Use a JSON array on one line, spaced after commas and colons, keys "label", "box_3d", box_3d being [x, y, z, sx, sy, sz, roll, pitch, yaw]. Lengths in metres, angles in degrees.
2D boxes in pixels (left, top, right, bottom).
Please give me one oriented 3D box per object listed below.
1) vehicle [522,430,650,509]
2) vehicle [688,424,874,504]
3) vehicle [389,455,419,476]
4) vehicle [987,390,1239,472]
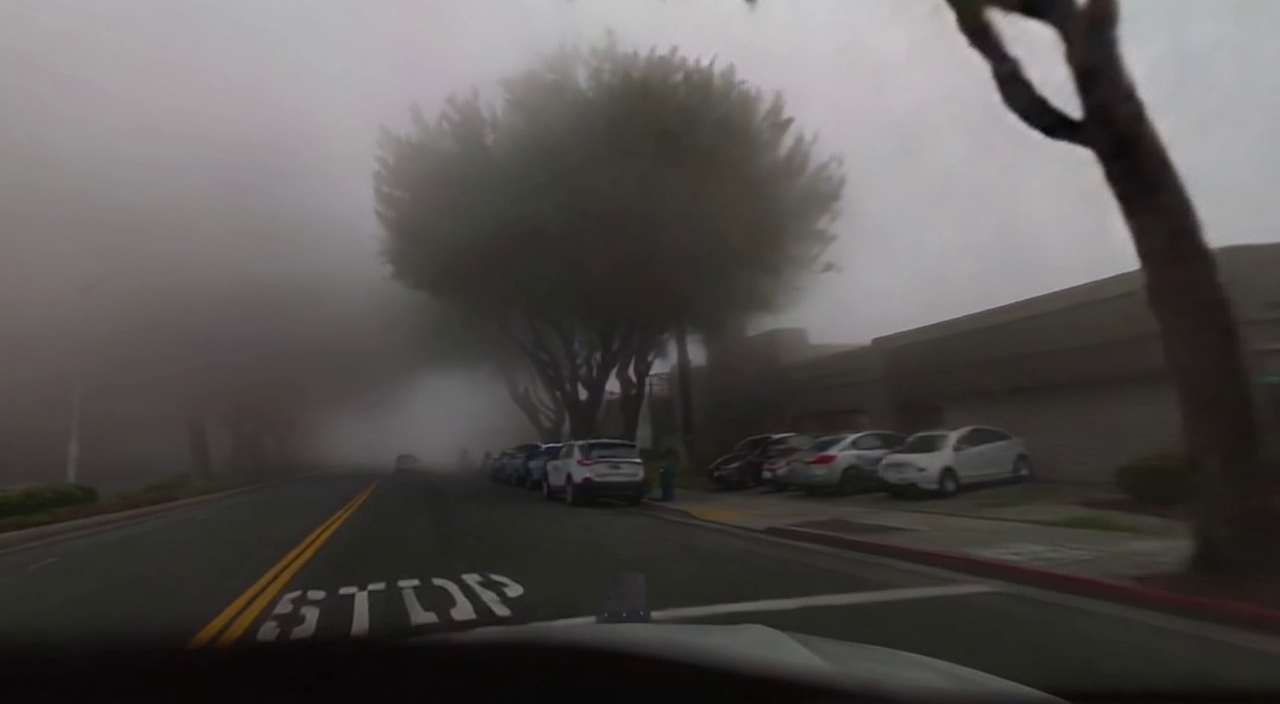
[{"label": "vehicle", "box_3d": [-1.871, 3.424, 19.048, 2.292, 1.974, 5.853, 3, -9, -21]}, {"label": "vehicle", "box_3d": [3.854, 3.153, 18.720, 2.282, 1.893, 6.027, 1, -7, -23]}, {"label": "vehicle", "box_3d": [-18.741, 8.930, 49.731, 2.010, 1.499, 4.107, 3, -9, -23]}, {"label": "vehicle", "box_3d": [21.683, 3.845, 29.893, 2.928, 3.230, 9.384, 2, -9, -18]}]
